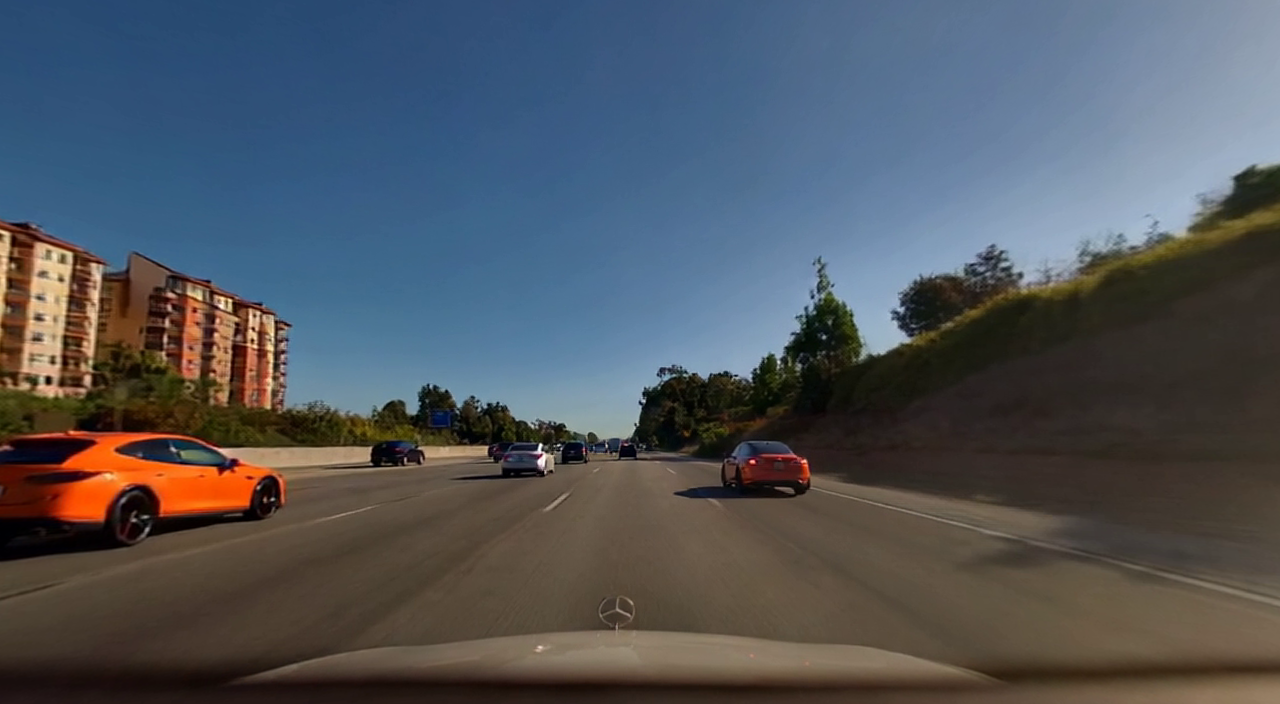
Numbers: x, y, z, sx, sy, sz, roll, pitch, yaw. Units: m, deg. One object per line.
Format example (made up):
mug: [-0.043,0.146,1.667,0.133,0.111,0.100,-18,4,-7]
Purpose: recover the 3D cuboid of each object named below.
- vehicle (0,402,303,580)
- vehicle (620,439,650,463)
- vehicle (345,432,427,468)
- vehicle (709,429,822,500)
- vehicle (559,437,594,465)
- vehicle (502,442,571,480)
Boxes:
vehicle: [-7.198,1.760,8.921,2.086,1.776,5.080,0,-8,0]
vehicle: [-0.396,7.199,45.957,2.053,1.650,3.945,0,-8,-1]
vehicle: [-15.357,5.981,38.693,2.396,1.999,6.333,0,-8,0]
vehicle: [3.223,2.981,17.193,2.061,1.658,4.417,0,-8,-1]
vehicle: [-4.371,6.886,44.076,2.044,1.774,4.329,0,-8,0]
vehicle: [-4.140,4.416,25.961,2.124,1.426,4.444,0,-8,0]
